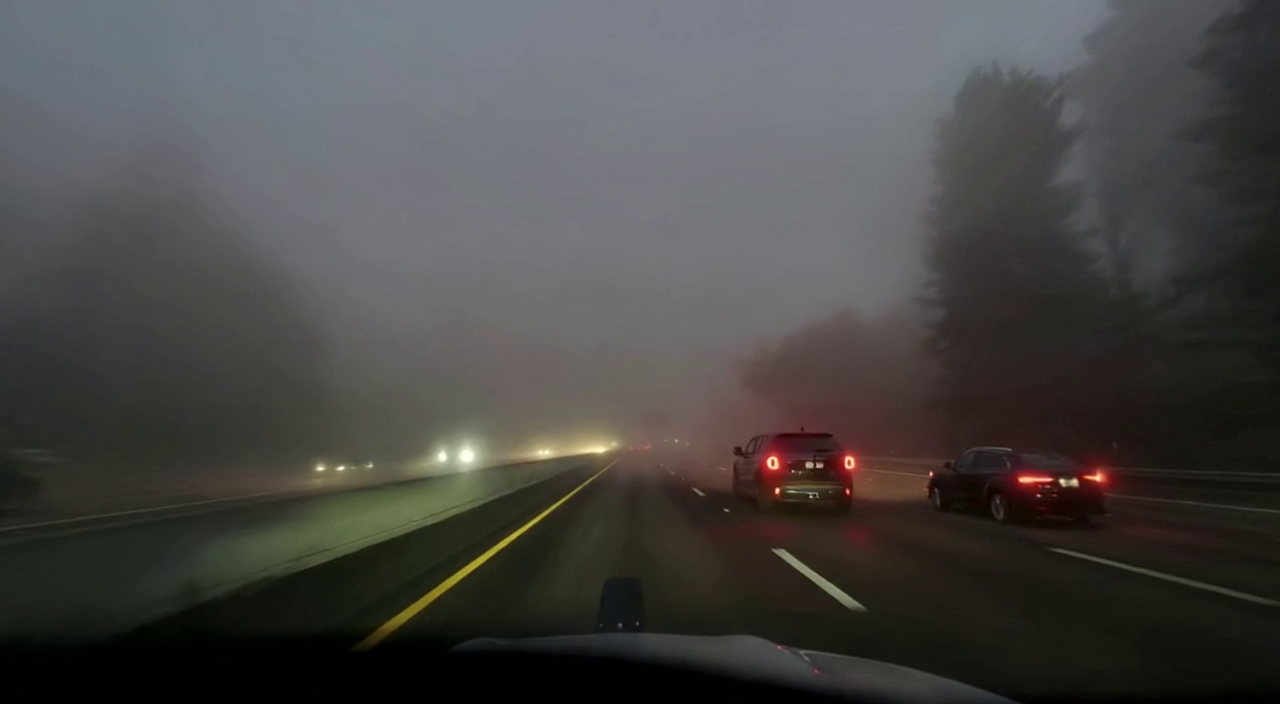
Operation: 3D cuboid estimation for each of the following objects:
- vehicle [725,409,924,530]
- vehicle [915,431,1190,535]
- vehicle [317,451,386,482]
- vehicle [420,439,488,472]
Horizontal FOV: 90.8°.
[{"bbox_3d":[3.145,2.149,12.132,2.258,1.824,4.908,0,-9,-1],"label":"vehicle"},{"bbox_3d":[6.765,2.170,11.065,2.009,1.456,4.097,0,-8,-1],"label":"vehicle"},{"bbox_3d":[-14.872,5.888,32.818,1.792,1.457,4.001,1,-8,-1],"label":"vehicle"},{"bbox_3d":[-10.673,5.982,36.702,2.215,1.741,5.533,0,-9,1],"label":"vehicle"}]
